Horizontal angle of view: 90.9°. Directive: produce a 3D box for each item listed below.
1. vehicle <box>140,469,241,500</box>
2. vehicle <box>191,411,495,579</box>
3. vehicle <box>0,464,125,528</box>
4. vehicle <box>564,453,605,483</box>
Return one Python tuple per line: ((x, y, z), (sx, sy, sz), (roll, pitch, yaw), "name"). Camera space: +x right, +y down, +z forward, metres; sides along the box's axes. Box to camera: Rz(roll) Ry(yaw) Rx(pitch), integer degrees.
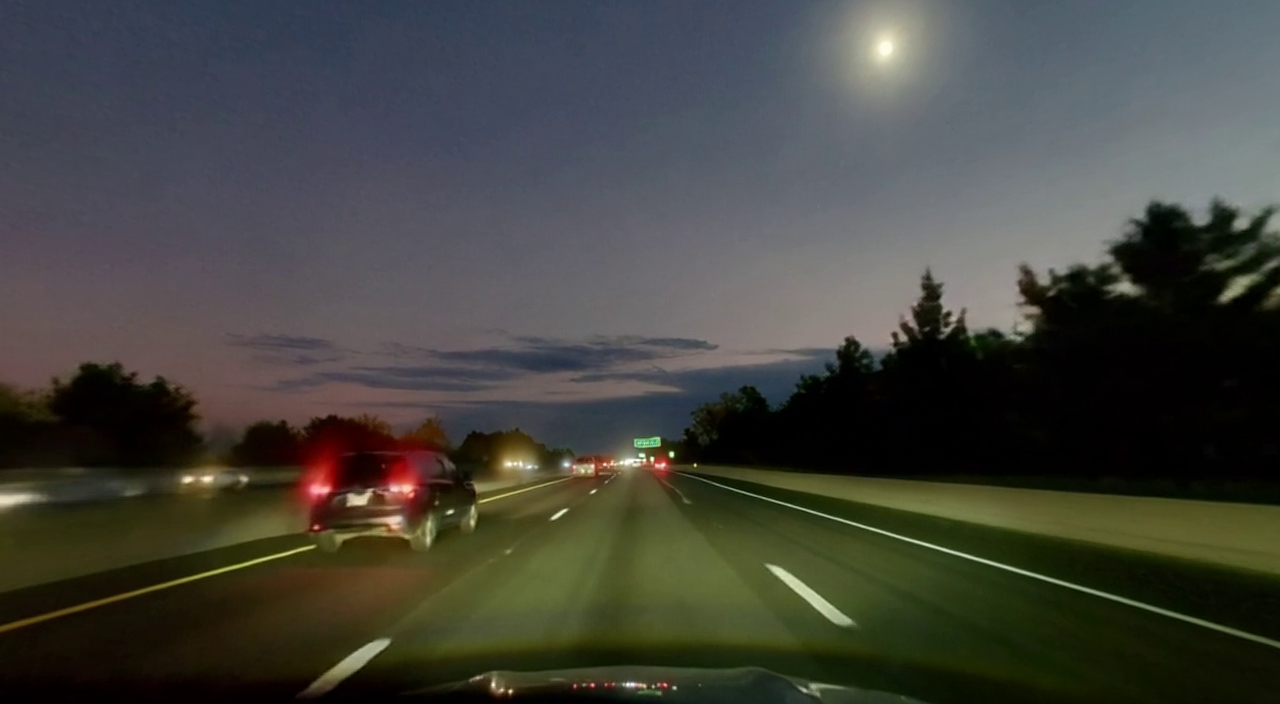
((-23.669, 6.974, 33.435), (1.868, 1.442, 4.620), (1, -10, 1), "vehicle")
((-3.950, 2.074, 9.686), (2.272, 1.873, 4.832), (1, -10, 0), "vehicle")
((-15.916, 3.608, 16.090), (1.937, 1.471, 4.160), (1, -10, 0), "vehicle")
((-3.741, 7.999, 43.540), (2.390, 1.879, 4.423), (1, -10, 0), "vehicle")
